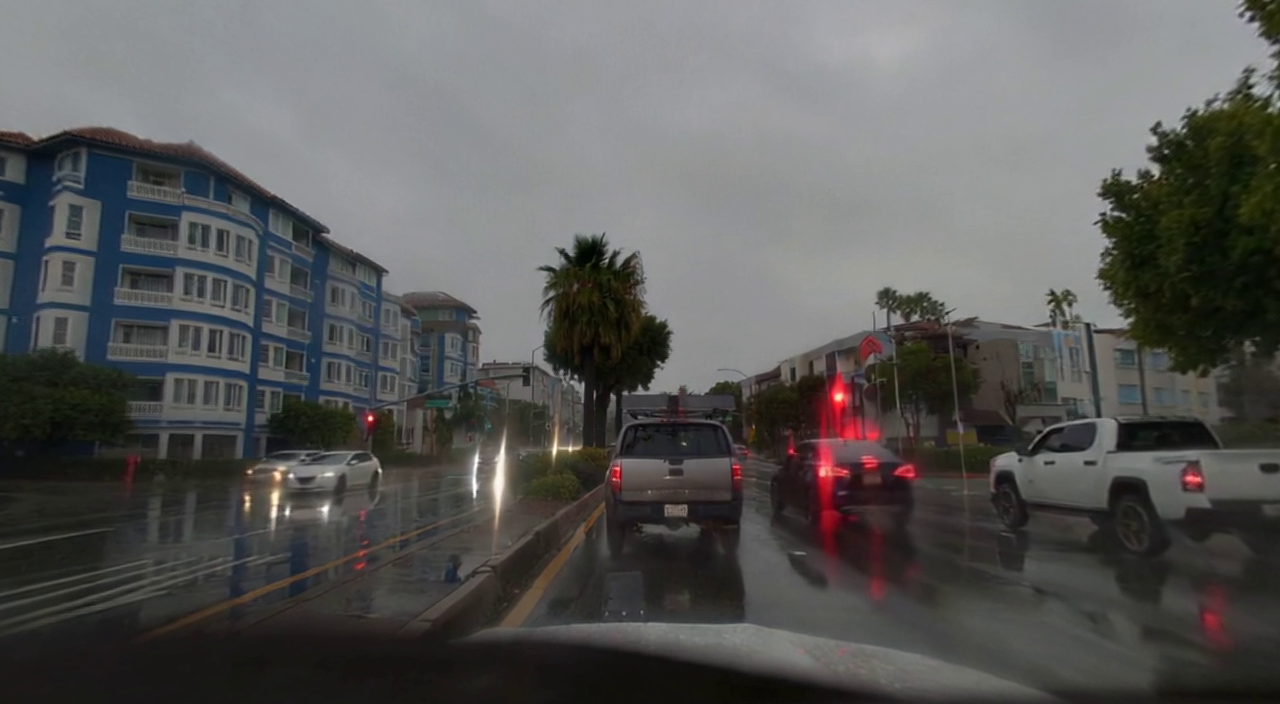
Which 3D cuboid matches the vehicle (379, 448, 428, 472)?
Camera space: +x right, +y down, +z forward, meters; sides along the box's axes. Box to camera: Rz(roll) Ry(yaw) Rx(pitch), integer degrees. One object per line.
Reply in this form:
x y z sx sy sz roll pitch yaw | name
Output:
-18.088 8.262 48.466 1.972 1.694 4.466 0 -8 2 | vehicle

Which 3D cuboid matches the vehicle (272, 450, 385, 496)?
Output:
-11.460 4.441 23.556 2.031 1.534 4.079 0 -8 2 | vehicle

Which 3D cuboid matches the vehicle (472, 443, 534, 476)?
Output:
-7.680 6.047 35.889 2.268 1.733 4.821 -1 -8 3 | vehicle

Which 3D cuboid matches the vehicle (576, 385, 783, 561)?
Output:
0.528 1.861 10.417 2.487 2.115 5.444 0 -8 1 | vehicle

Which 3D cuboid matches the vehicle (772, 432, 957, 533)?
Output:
4.048 2.410 12.242 2.072 1.595 4.124 0 -8 0 | vehicle

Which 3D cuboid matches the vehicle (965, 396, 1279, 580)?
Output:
7.487 1.864 9.565 2.215 1.973 5.323 0 -8 0 | vehicle
